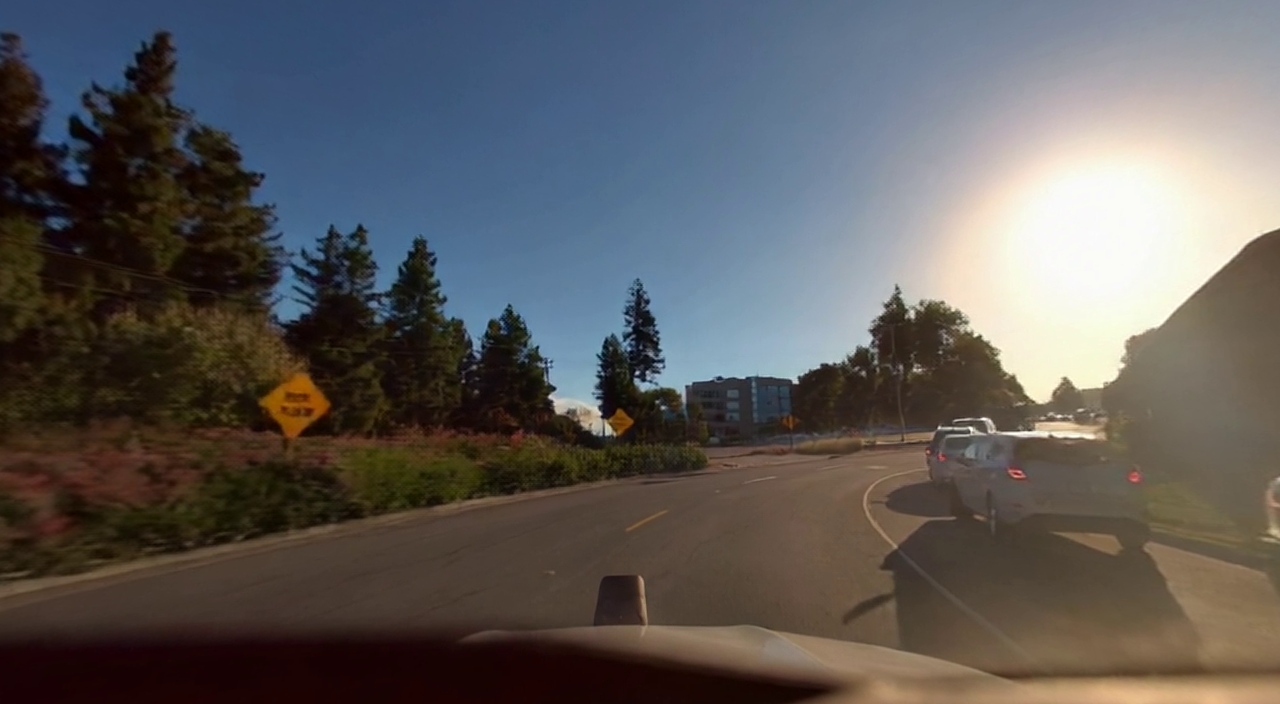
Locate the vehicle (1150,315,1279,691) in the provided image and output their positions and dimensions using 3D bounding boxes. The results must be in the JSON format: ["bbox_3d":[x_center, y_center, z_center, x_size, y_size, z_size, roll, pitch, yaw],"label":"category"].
[{"bbox_3d":[4.040,0.520,1.543,2.081,1.866,4.648,-1,-8,7],"label":"vehicle"}]

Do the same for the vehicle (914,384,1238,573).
[{"bbox_3d":[5.374,1.607,8.753,2.269,1.841,4.569,-3,-9,16],"label":"vehicle"}]
